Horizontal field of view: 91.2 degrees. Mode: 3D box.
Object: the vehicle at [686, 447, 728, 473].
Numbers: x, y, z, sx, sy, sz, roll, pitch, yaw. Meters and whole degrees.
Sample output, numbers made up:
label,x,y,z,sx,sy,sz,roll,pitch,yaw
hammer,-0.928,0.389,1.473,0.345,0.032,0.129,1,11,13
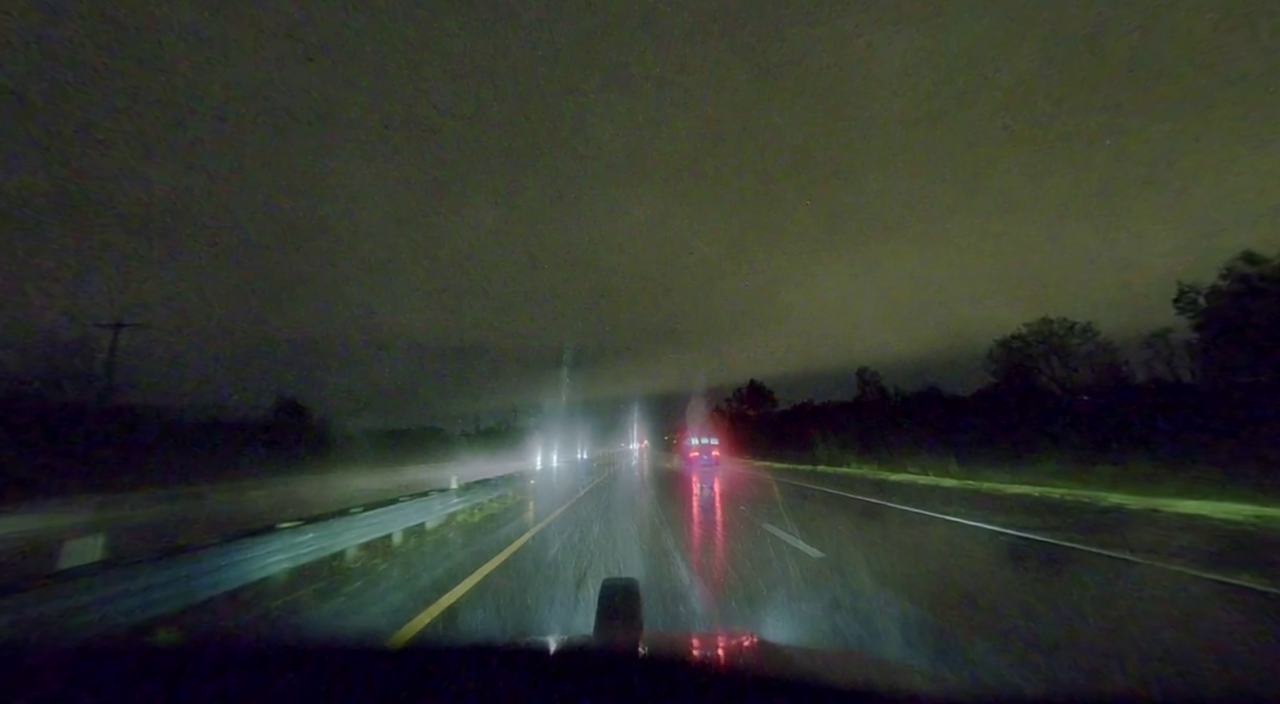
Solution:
label,x,y,z,sx,sy,sz,roll,pitch,yaw
vehicle,4.007,6.541,38.224,1.981,1.440,4.125,0,-9,-2
